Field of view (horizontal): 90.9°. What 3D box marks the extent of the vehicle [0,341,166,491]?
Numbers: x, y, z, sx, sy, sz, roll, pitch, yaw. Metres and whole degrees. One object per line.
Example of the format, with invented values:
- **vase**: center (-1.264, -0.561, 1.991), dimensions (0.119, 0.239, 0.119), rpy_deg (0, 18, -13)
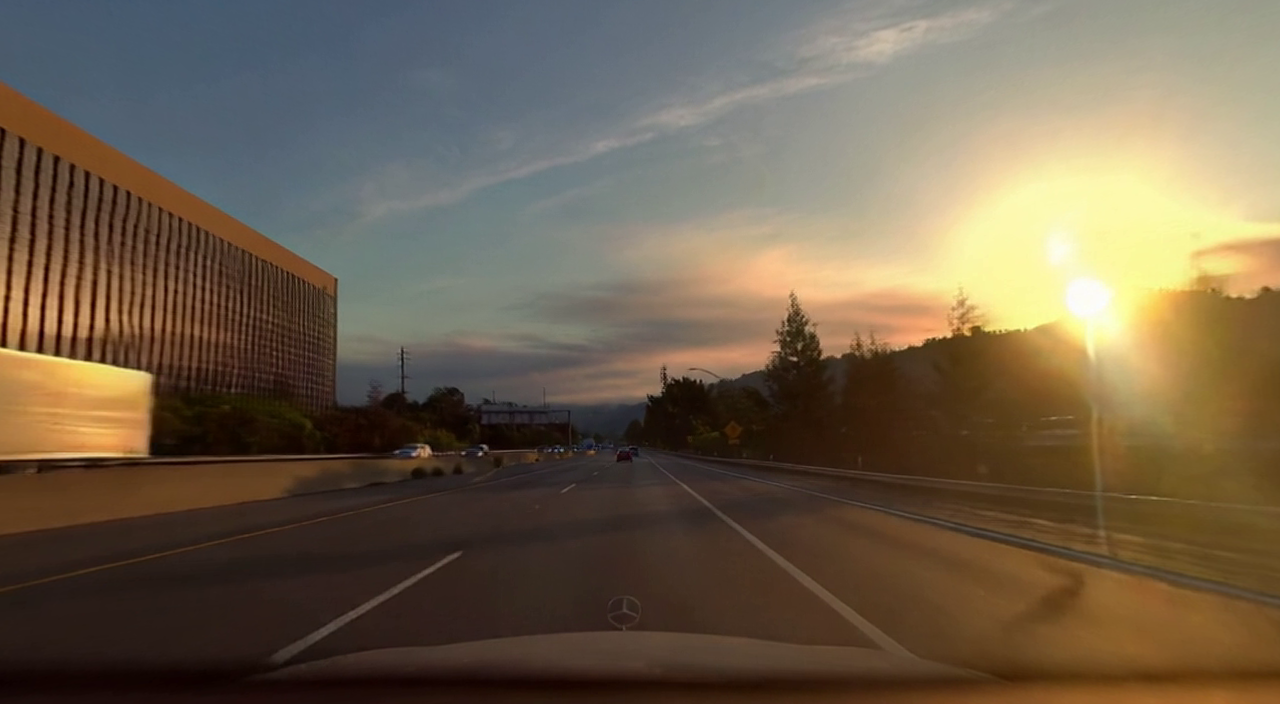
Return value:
- **vehicle**: center (-18.661, 1.971, 18.548), dimensions (2.892, 3.974, 8.106), rpy_deg (0, -9, 1)
